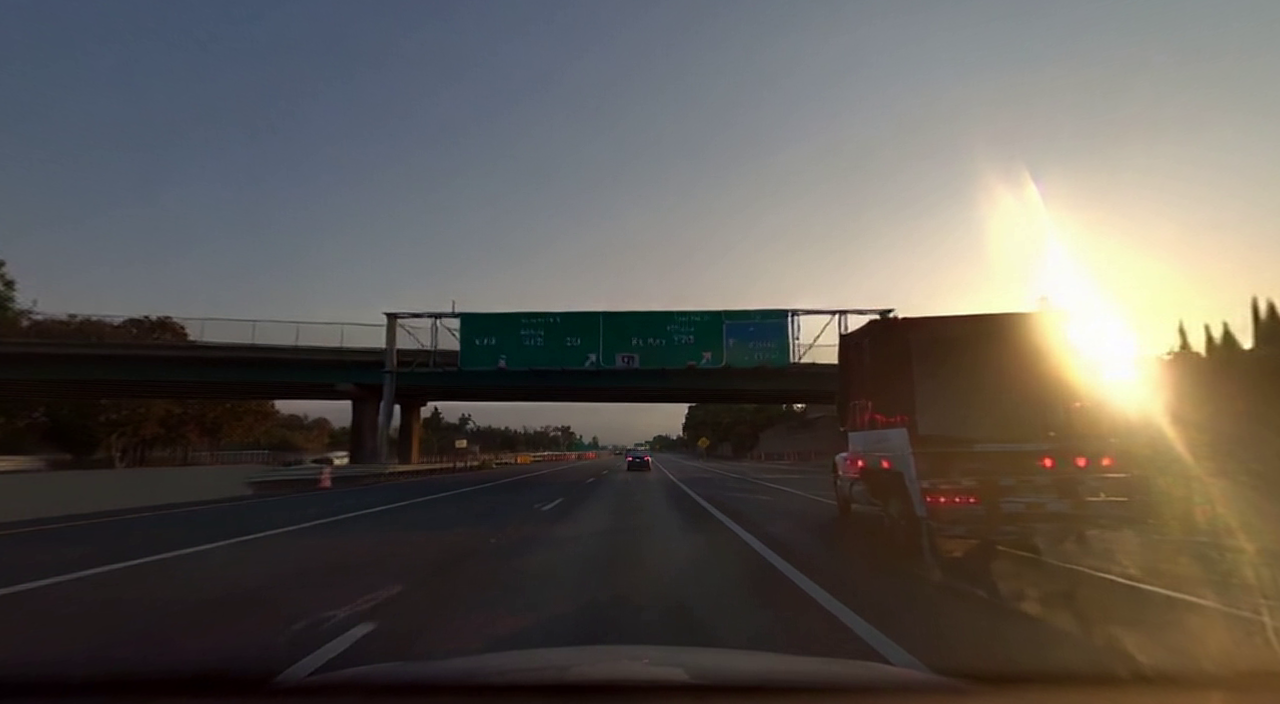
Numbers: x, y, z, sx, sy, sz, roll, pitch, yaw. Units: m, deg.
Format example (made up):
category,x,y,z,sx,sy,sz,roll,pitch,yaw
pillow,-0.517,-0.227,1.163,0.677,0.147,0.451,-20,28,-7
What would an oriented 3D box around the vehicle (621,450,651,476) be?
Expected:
category,x,y,z,sx,sy,sz,roll,pitch,yaw
vehicle,-0.226,6.622,37.801,1.695,1.437,3.506,0,-9,1
